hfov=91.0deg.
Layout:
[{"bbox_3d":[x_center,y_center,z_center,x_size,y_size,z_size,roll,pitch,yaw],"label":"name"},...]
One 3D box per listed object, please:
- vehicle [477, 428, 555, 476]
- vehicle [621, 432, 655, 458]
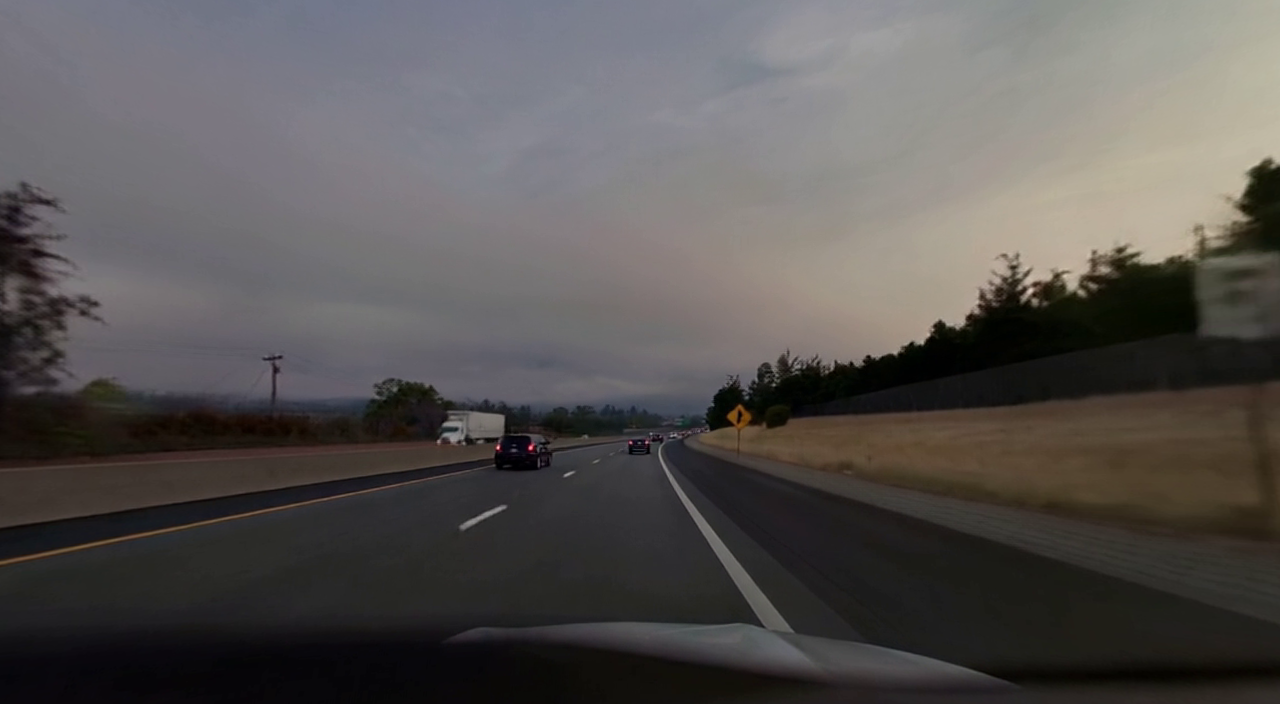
[{"bbox_3d":[-4.646,3.832,24.270,2.075,1.653,4.317,-1,-8,1],"label":"vehicle"},{"bbox_3d":[-0.158,6.225,42.194,2.146,1.636,4.026,0,-8,0],"label":"vehicle"}]
